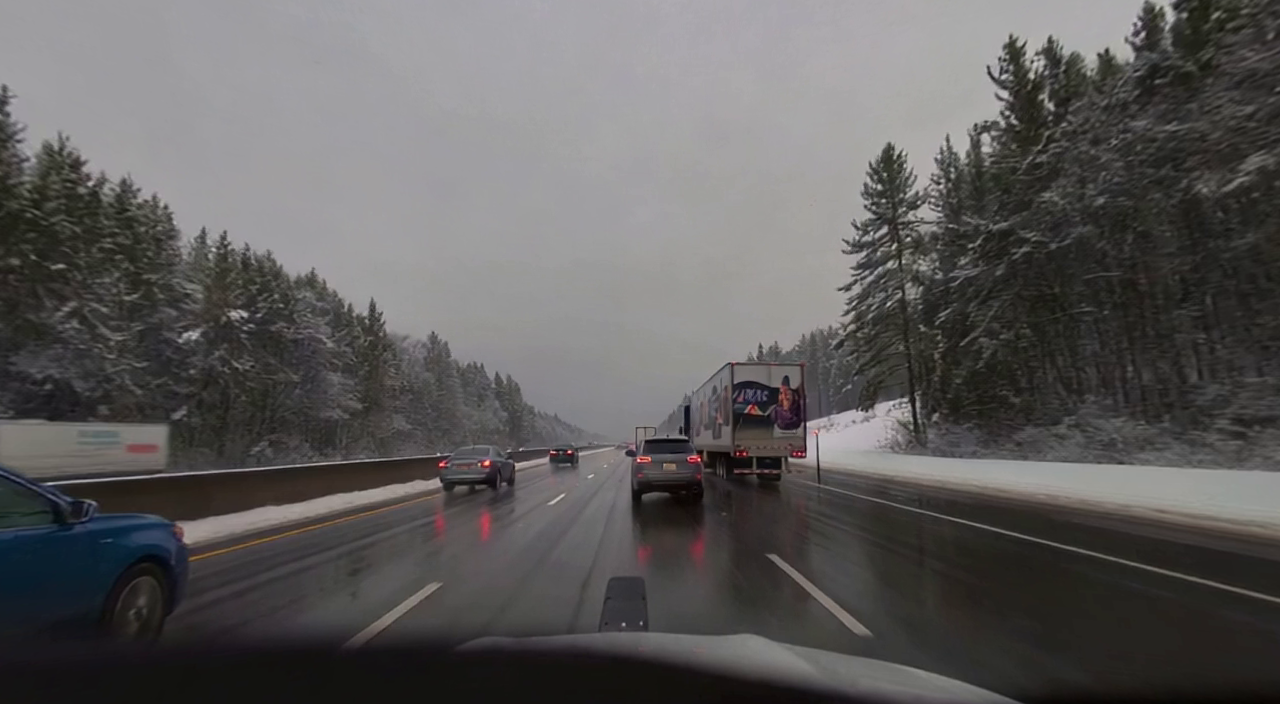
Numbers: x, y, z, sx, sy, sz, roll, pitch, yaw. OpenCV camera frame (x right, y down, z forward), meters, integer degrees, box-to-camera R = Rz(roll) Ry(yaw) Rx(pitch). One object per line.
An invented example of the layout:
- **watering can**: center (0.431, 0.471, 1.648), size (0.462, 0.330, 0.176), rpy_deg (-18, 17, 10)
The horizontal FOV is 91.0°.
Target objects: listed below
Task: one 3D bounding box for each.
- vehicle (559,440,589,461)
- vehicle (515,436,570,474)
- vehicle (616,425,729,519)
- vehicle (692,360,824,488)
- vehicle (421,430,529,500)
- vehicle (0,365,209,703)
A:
- **vehicle**: center (-5.103, 7.660, 48.979), size (1.950, 1.535, 4.237), rpy_deg (0, -8, -1)
- **vehicle**: center (-4.694, 5.013, 30.896), size (2.014, 1.683, 4.275), rpy_deg (0, -8, -1)
- **vehicle**: center (0.585, 2.408, 13.106), size (2.017, 1.662, 3.543), rpy_deg (0, -8, 0)
- **vehicle**: center (4.339, 3.294, 27.271), size (2.828, 4.081, 14.220), rpy_deg (0, -8, -1)
- **vehicle**: center (-4.296, 2.987, 17.037), size (1.905, 1.642, 3.803), rpy_deg (0, -8, 0)
- **vehicle**: center (-4.048, 0.781, 2.156), size (1.983, 1.666, 4.452), rpy_deg (0, -8, 0)
